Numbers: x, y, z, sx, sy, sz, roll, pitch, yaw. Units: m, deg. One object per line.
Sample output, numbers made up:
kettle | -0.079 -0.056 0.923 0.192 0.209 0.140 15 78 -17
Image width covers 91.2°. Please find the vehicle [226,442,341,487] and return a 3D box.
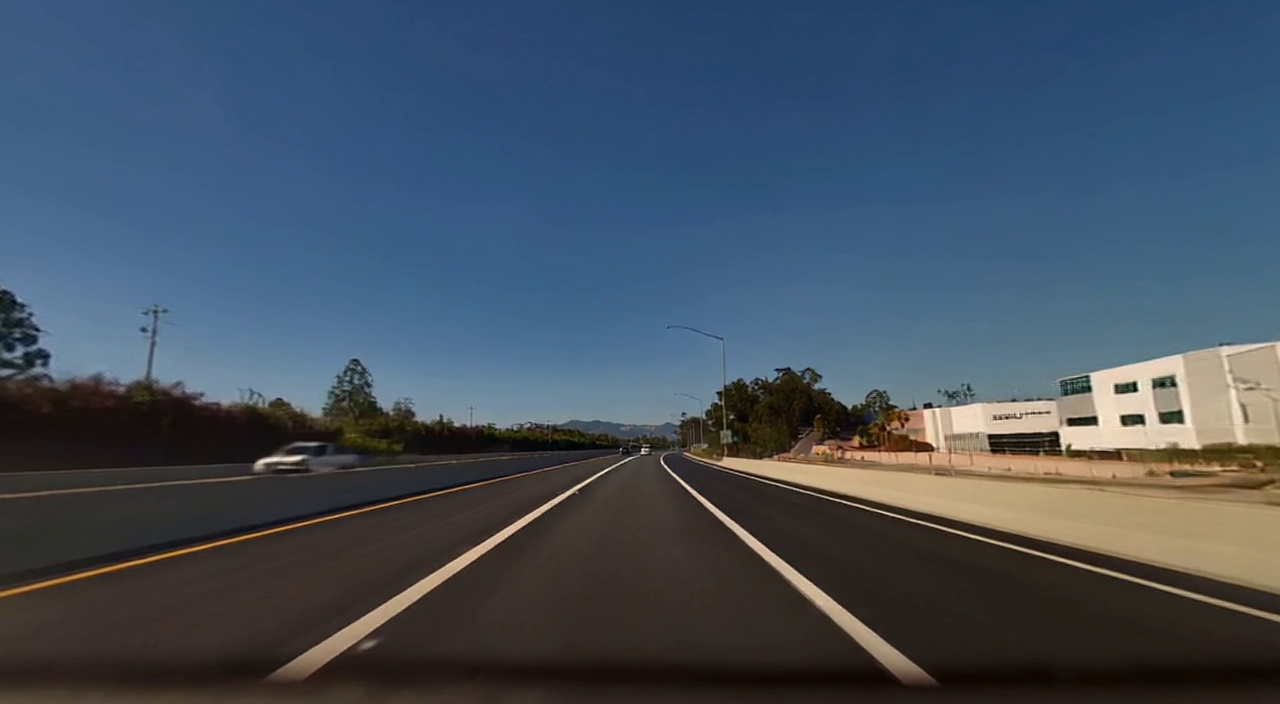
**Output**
vehicle | -13.481 4.263 24.039 1.907 1.533 4.153 0 -9 1
